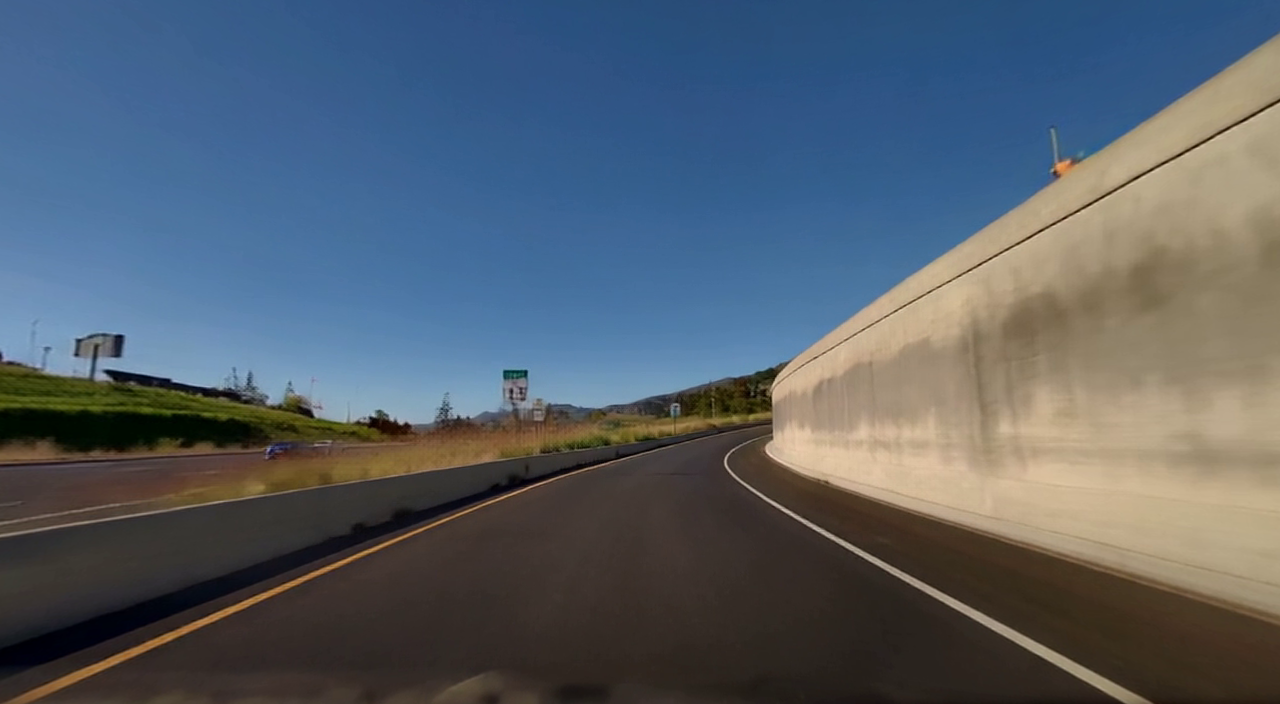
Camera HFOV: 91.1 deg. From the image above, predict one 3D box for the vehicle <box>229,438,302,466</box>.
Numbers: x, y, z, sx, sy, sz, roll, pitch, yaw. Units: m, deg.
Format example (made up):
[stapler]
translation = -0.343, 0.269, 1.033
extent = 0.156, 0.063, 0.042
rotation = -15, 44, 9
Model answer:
[vehicle]
translation = -20.990, 5.590, 35.431
extent = 1.895, 1.451, 4.168
rotation = 1, -8, -7
